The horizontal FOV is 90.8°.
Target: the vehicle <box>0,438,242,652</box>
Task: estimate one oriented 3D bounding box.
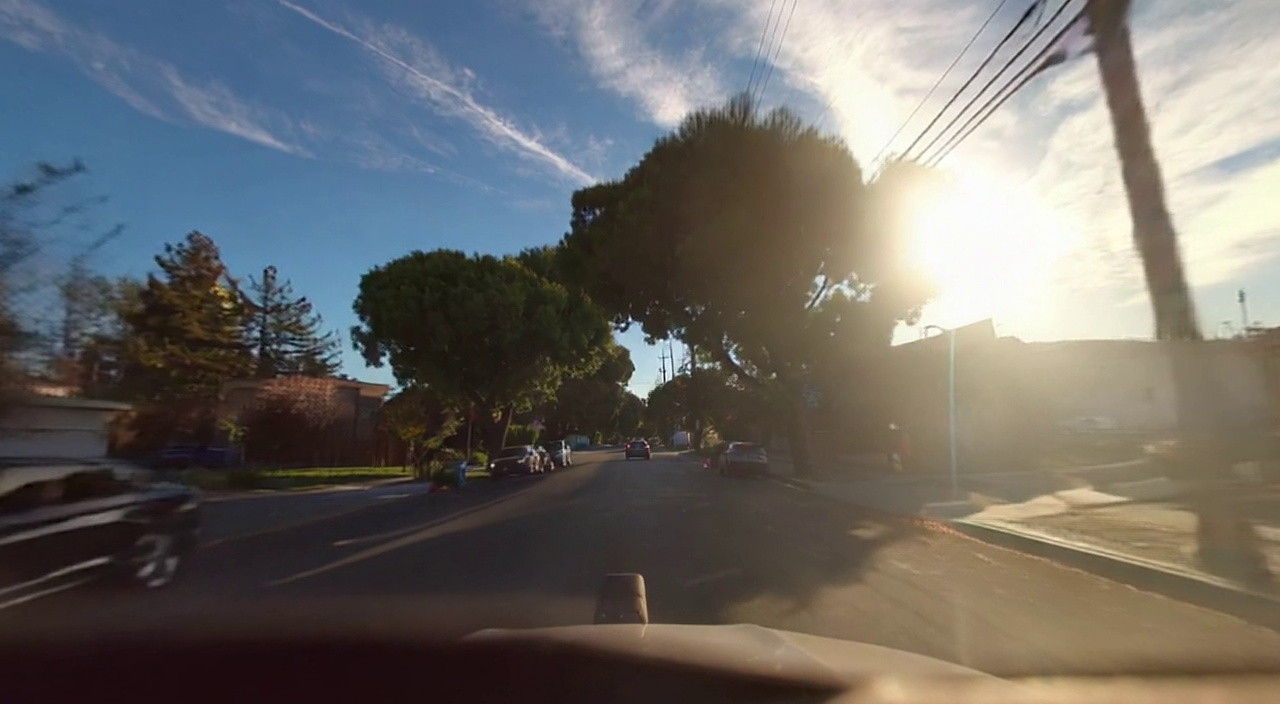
[{"bbox_3d":[-5.916,1.666,5.479,1.769,1.572,4.990,-4,-6,0],"label":"vehicle"}]

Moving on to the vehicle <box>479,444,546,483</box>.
[{"bbox_3d":[-5.996,5.269,30.406,2.094,1.433,5.740,-4,-7,-2],"label":"vehicle"}]

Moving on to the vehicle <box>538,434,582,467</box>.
[{"bbox_3d":[-5.839,7.265,46.958,2.284,2.119,5.984,-4,-7,1],"label":"vehicle"}]

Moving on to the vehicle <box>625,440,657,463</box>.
[{"bbox_3d":[0.036,6.965,44.353,2.062,1.509,4.305,-1,-8,-1],"label":"vehicle"}]

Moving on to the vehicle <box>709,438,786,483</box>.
[{"bbox_3d":[4.096,4.225,24.969,2.144,1.572,5.026,0,-8,0],"label":"vehicle"}]
